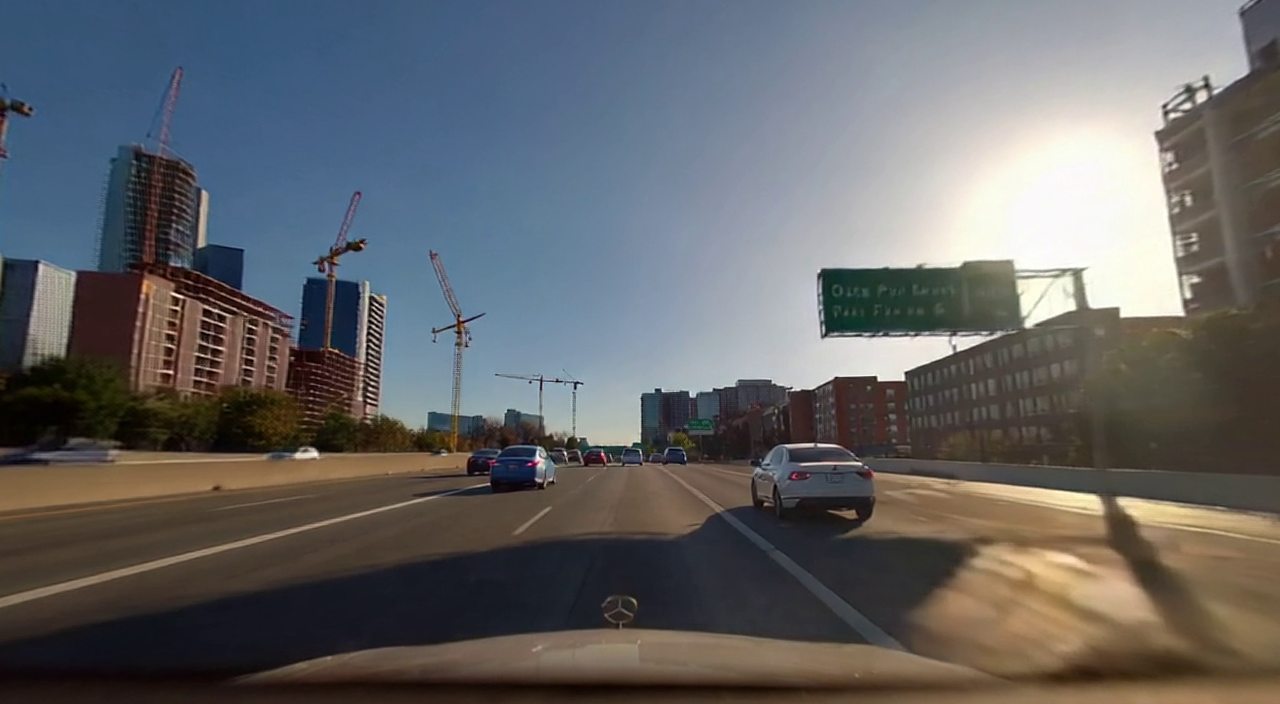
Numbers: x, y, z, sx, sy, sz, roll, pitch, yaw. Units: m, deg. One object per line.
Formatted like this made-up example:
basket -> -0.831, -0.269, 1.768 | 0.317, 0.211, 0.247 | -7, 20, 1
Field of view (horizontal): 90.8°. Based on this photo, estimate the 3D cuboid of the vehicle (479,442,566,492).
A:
vehicle -> -3.933, 3.930, 21.997 | 2.136, 1.512, 4.488 | 0, -8, 1

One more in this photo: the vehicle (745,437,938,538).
vehicle -> 3.383, 2.353, 11.701 | 1.995, 1.486, 4.463 | 0, -8, -1

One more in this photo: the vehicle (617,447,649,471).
vehicle -> -0.486, 7.100, 42.067 | 2.019, 1.472, 3.971 | 0, -8, -1
